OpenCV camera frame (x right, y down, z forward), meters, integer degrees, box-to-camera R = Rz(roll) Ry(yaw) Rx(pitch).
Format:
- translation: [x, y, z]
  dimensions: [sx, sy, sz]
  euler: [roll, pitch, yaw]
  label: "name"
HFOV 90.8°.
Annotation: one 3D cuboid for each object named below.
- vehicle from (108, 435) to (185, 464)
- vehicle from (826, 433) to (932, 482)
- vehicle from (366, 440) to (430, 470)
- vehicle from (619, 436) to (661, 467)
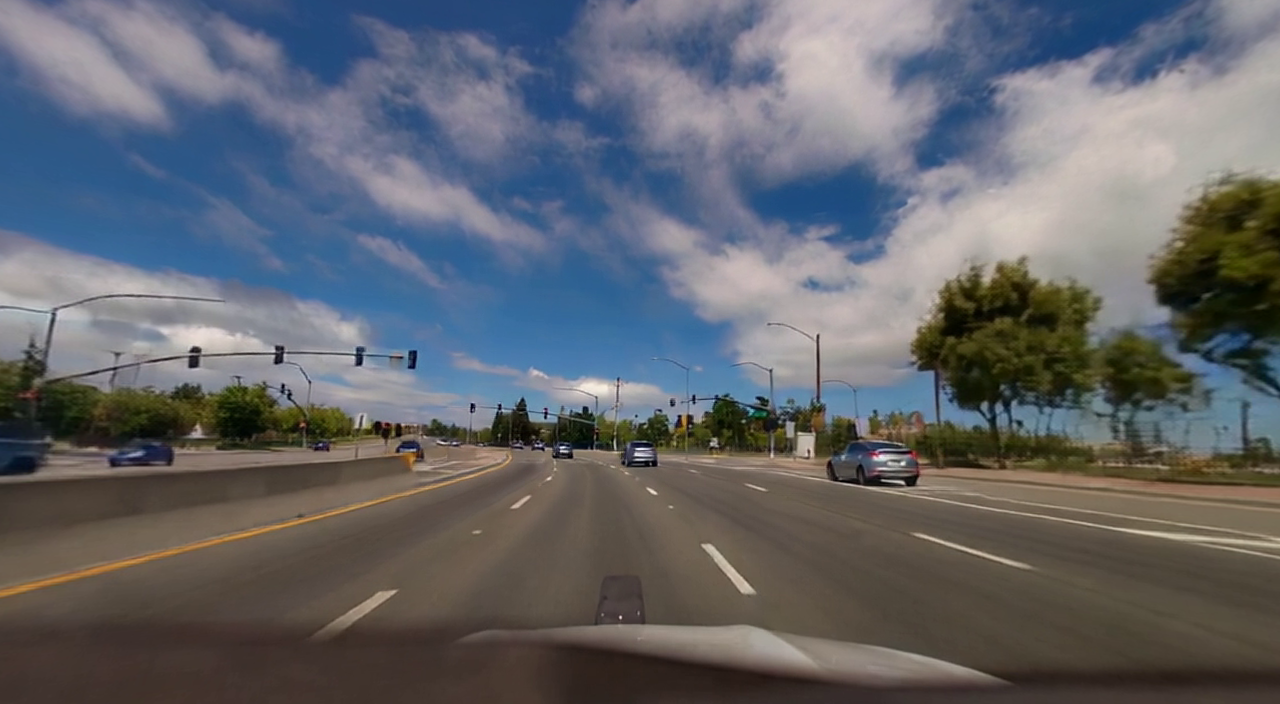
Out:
- translation: [-31.197, 6.158, 40.089]
  dimensions: [1.851, 1.700, 4.087]
  euler: [1, -9, -7]
  label: "vehicle"
- translation: [9.383, 4.164, 25.310]
  dimensions: [2.130, 1.741, 4.665]
  euler: [0, -8, -4]
  label: "vehicle"
- translation: [-14.159, 6.012, 37.236]
  dimensions: [2.399, 1.624, 4.585]
  euler: [1, -8, -6]
  label: "vehicle"
- translation: [-0.047, 6.069, 38.665]
  dimensions: [2.024, 1.724, 3.928]
  euler: [1, -9, -8]
  label: "vehicle"
